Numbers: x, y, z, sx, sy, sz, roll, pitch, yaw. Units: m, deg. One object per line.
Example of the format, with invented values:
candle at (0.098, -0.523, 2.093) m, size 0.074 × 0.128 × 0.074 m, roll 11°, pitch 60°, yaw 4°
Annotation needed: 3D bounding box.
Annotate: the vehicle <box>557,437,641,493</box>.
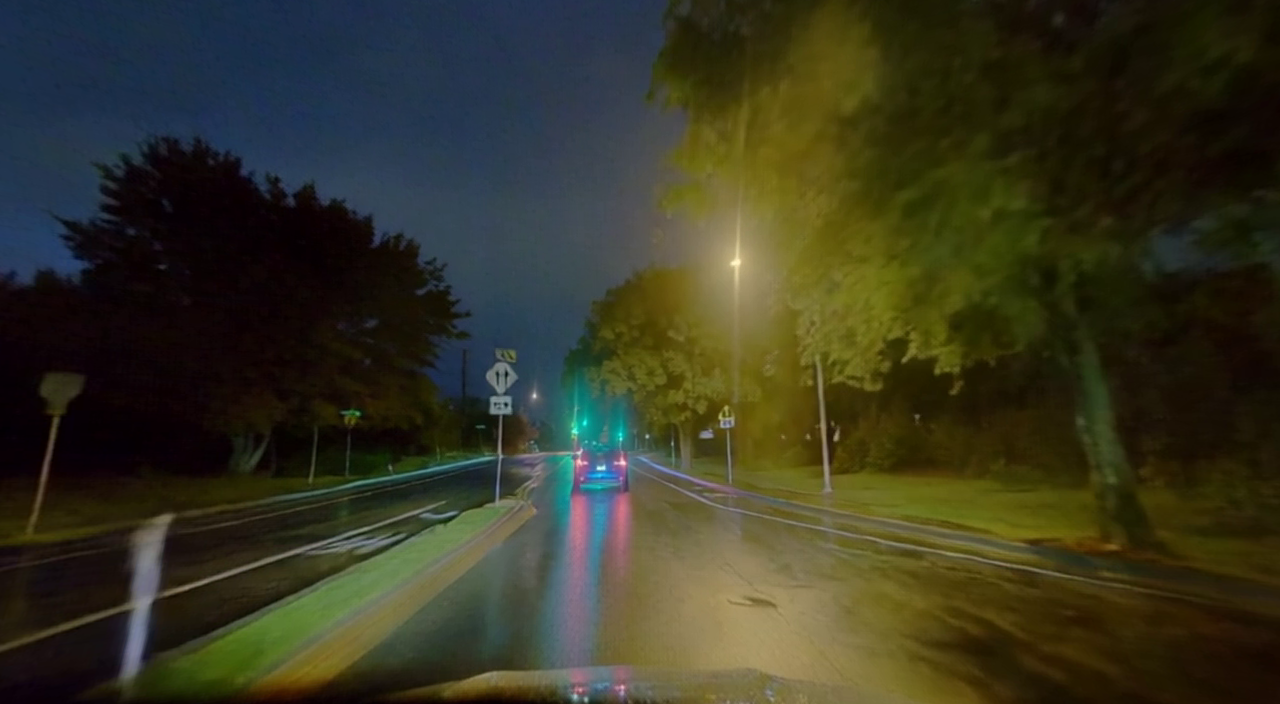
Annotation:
vehicle at (-1.284, 3.443, 19.655) m, size 2.295 × 1.510 × 4.364 m, roll 1°, pitch -8°, yaw -4°
